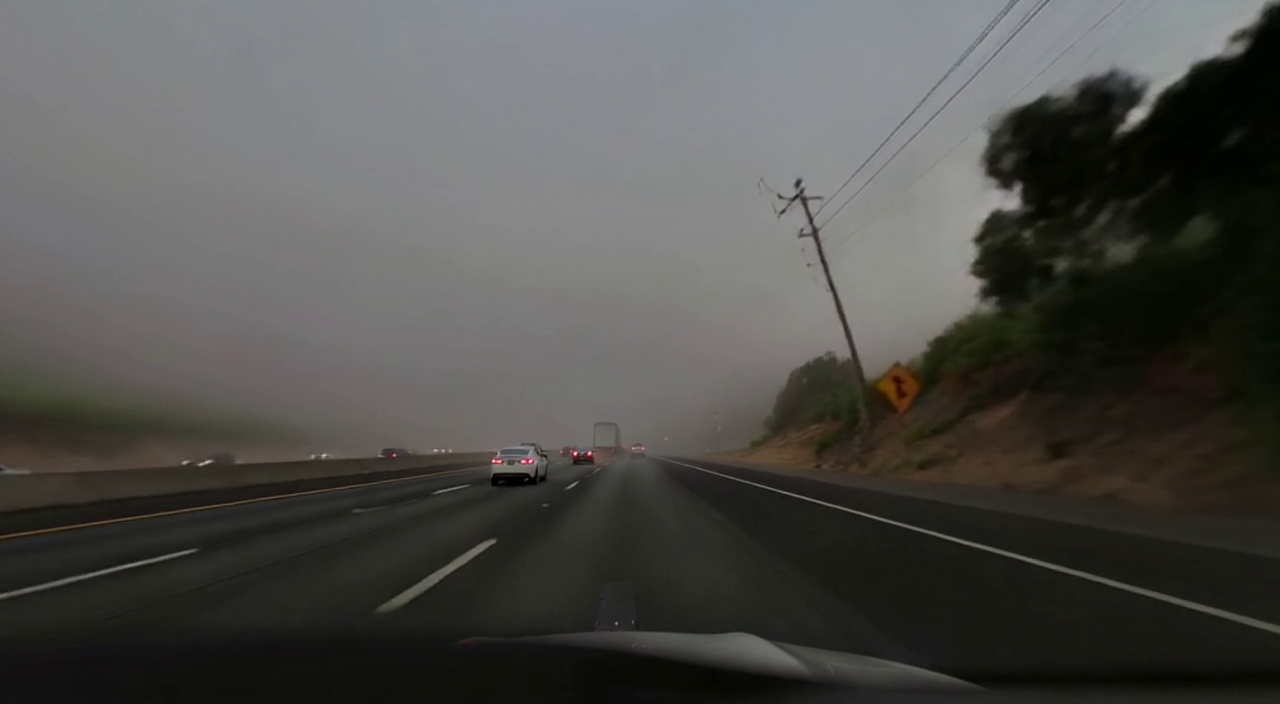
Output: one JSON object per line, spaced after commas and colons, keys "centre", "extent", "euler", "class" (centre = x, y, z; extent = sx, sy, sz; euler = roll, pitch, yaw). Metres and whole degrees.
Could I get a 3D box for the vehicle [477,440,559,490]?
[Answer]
{"centre": [-4.097, 3.877, 22.015], "extent": [1.963, 1.533, 4.477], "euler": [0, -9, 0], "class": "vehicle"}
